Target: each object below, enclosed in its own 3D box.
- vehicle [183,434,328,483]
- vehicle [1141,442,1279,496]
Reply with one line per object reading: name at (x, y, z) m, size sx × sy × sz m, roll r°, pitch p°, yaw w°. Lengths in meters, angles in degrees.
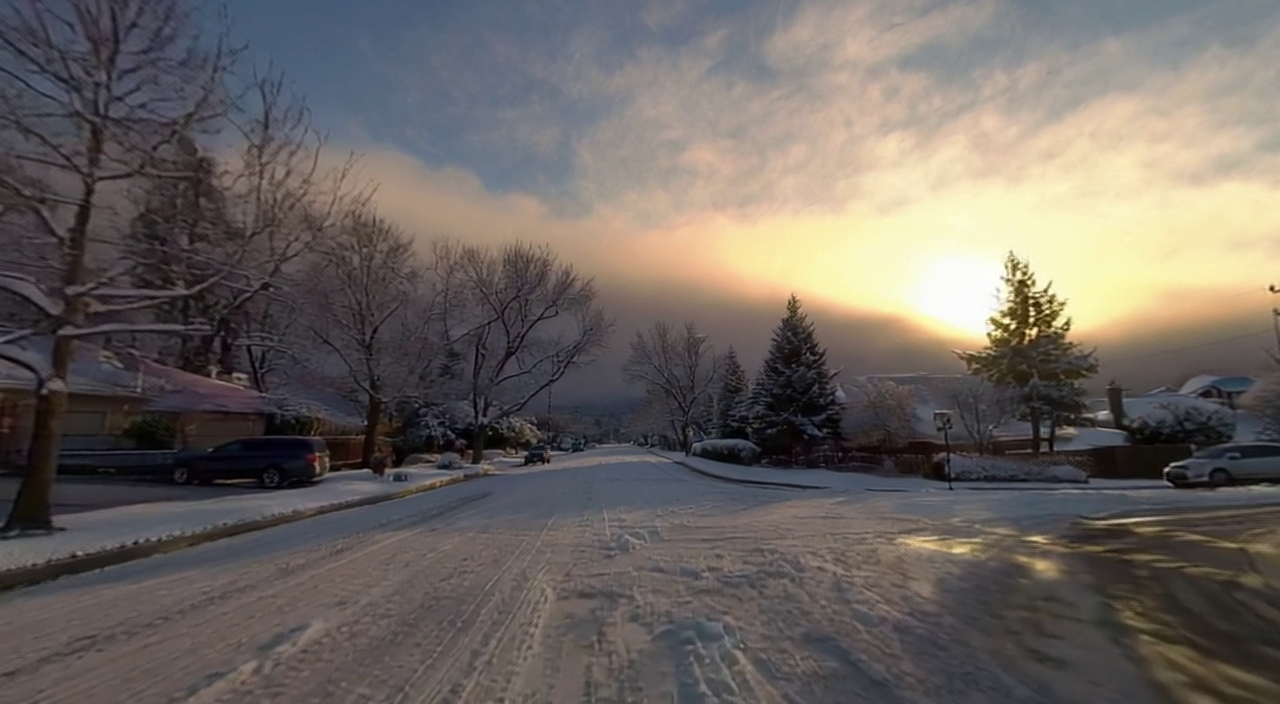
vehicle at (-13.694, 3.825, 22.671) m, size 3.921 × 1.629 × 1.832 m, roll 0°, pitch -10°, yaw 1°
vehicle at (19.959, 3.865, 21.100) m, size 4.607 × 1.694 × 2.106 m, roll 0°, pitch -9°, yaw -2°
